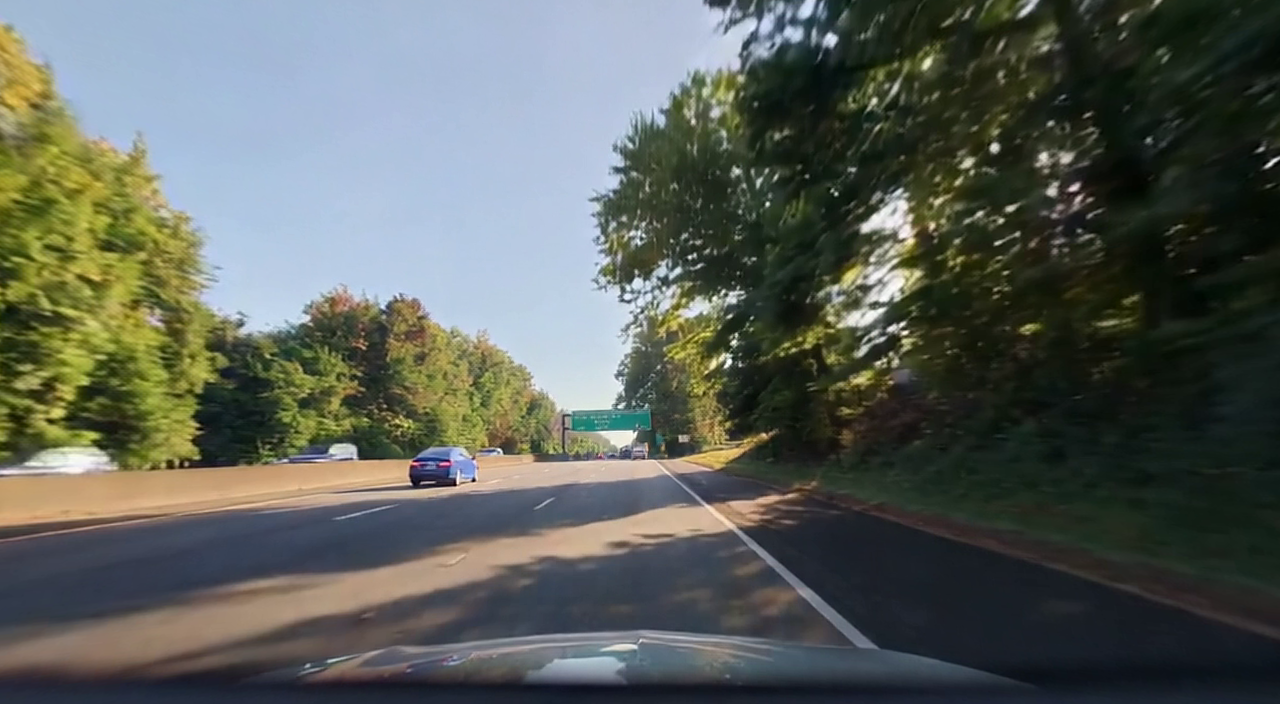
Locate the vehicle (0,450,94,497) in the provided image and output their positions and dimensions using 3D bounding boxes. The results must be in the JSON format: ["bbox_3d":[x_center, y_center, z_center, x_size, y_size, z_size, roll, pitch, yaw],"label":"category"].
[{"bbox_3d":[-25.614,4.833,25.234,2.320,1.776,5.706,0,-9,1],"label":"vehicle"}]

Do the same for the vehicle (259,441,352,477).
[{"bbox_3d":[-18.065,5.774,34.365,2.055,1.803,5.315,0,-9,1],"label":"vehicle"}]

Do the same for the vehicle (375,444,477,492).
[{"bbox_3d":[-7.706,4.198,23.210,2.094,1.579,4.655,0,-9,0],"label":"vehicle"}]
